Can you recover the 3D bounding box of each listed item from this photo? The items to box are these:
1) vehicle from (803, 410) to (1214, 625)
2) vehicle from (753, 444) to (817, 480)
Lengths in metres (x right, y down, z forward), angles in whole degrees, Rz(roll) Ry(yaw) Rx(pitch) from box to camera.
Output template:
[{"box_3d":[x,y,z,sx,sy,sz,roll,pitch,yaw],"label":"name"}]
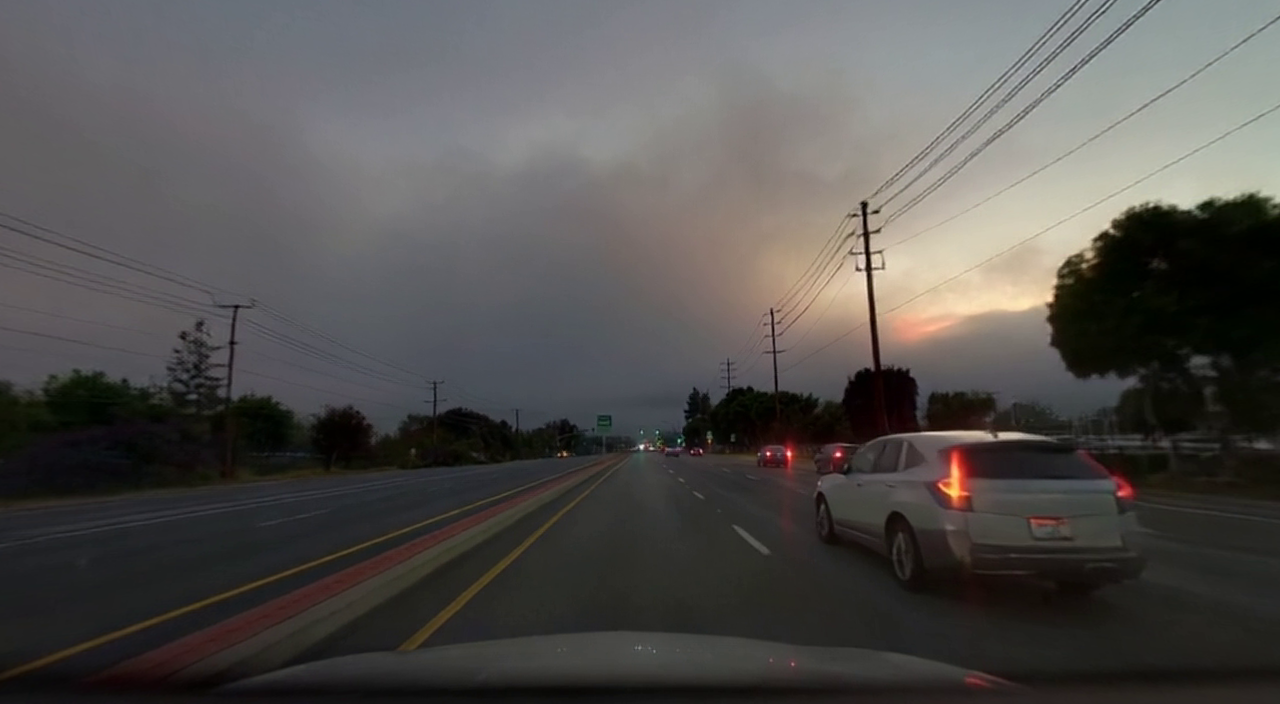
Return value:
[{"box_3d":[3.424,1.597,7.057,2.078,1.668,4.078,0,-8,0],"label":"vehicle"},{"box_3d":[6.523,4.976,28.855,1.882,1.476,4.344,0,-8,0],"label":"vehicle"}]
